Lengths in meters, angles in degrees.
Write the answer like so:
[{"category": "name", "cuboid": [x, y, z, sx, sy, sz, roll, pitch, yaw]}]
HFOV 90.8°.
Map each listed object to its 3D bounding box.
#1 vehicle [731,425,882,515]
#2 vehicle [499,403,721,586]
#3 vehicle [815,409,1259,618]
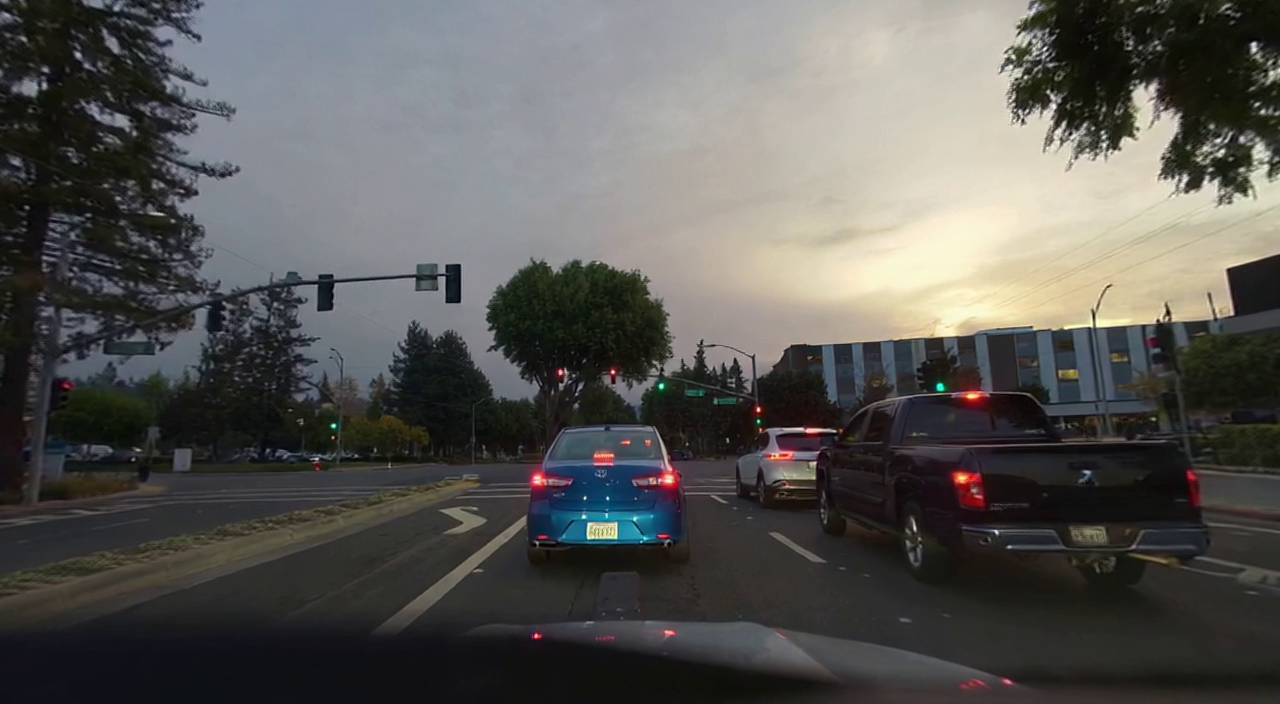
[{"category": "vehicle", "cuboid": [3.367, 2.480, 13.798, 2.031, 1.626, 4.264, 0, -8, -2]}, {"category": "vehicle", "cuboid": [-0.285, 1.585, 7.746, 2.037, 1.674, 3.693, 0, -8, 0]}, {"category": "vehicle", "cuboid": [3.634, 1.554, 7.107, 1.955, 1.550, 4.587, 0, -8, -1]}]
